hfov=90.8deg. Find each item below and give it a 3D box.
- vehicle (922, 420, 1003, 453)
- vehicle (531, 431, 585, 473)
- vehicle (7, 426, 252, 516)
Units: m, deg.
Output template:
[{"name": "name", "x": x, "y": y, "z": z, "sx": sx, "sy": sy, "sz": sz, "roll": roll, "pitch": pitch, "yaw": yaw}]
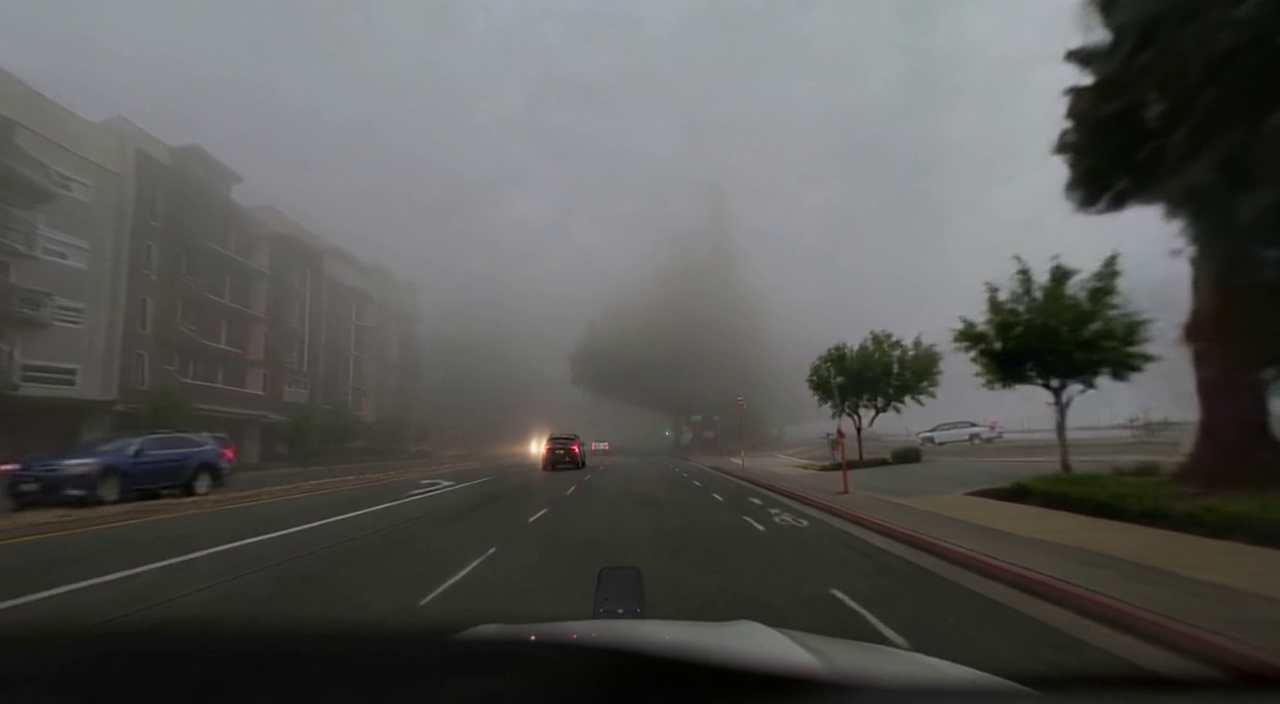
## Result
[{"name": "vehicle", "x": 17.659, "y": 4.641, "z": 34.874, "sx": 1.995, "sy": 1.554, "sz": 4.943, "roll": -5, "pitch": -8, "yaw": 3}, {"name": "vehicle", "x": -3.745, "y": 4.635, "z": 29.487, "sx": 1.959, "sy": 1.741, "sz": 4.141, "roll": -1, "pitch": -8, "yaw": 0}, {"name": "vehicle", "x": -11.596, "y": 2.695, "z": 14.919, "sx": 2.040, "sy": 1.707, "sz": 4.522, "roll": -2, "pitch": -8, "yaw": 0}]
